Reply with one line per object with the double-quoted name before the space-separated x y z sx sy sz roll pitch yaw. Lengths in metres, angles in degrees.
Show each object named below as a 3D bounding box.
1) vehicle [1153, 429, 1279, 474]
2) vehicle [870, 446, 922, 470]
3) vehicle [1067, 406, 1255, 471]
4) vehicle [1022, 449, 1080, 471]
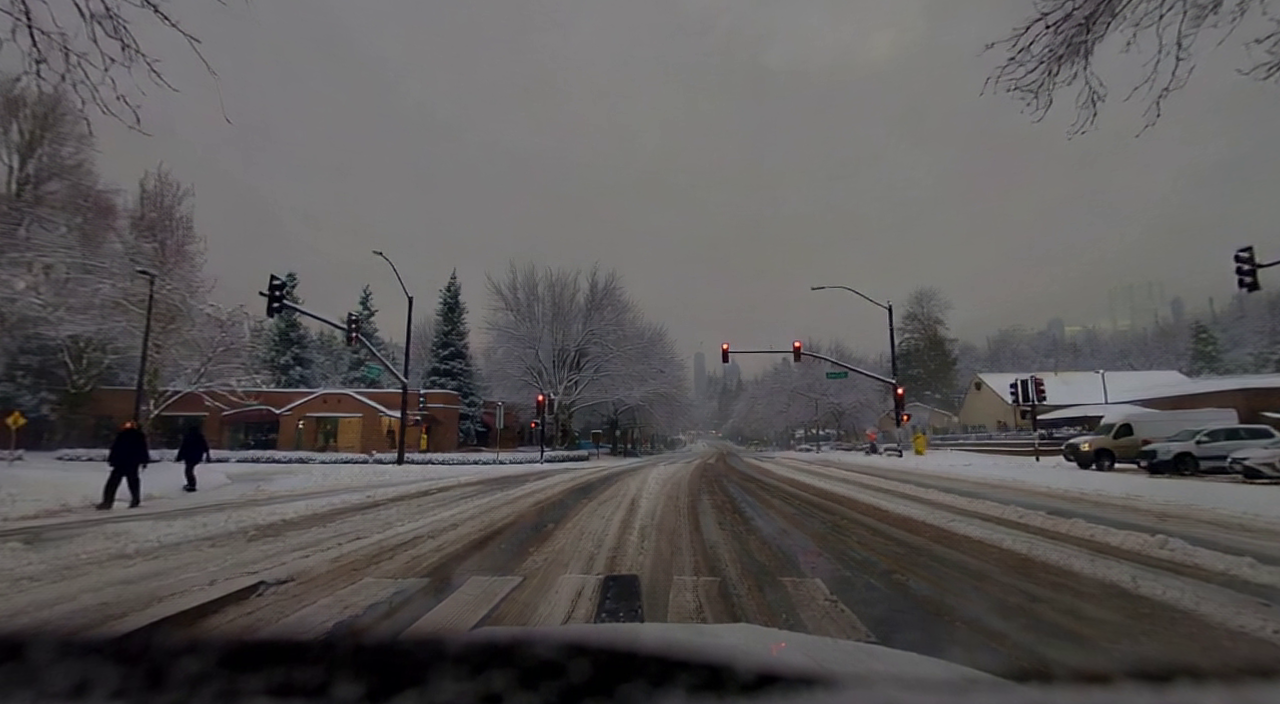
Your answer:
"vehicle" 20.916 3.408 21.731 4.740 1.464 1.876 -1 -9 3
"vehicle" 17.517 7.244 43.500 1.789 1.557 4.293 0 -9 0
"vehicle" 22.940 3.864 28.090 5.855 2.746 2.523 -1 -9 3
"vehicle" 27.681 7.277 42.686 1.589 1.405 3.633 -1 -9 4
